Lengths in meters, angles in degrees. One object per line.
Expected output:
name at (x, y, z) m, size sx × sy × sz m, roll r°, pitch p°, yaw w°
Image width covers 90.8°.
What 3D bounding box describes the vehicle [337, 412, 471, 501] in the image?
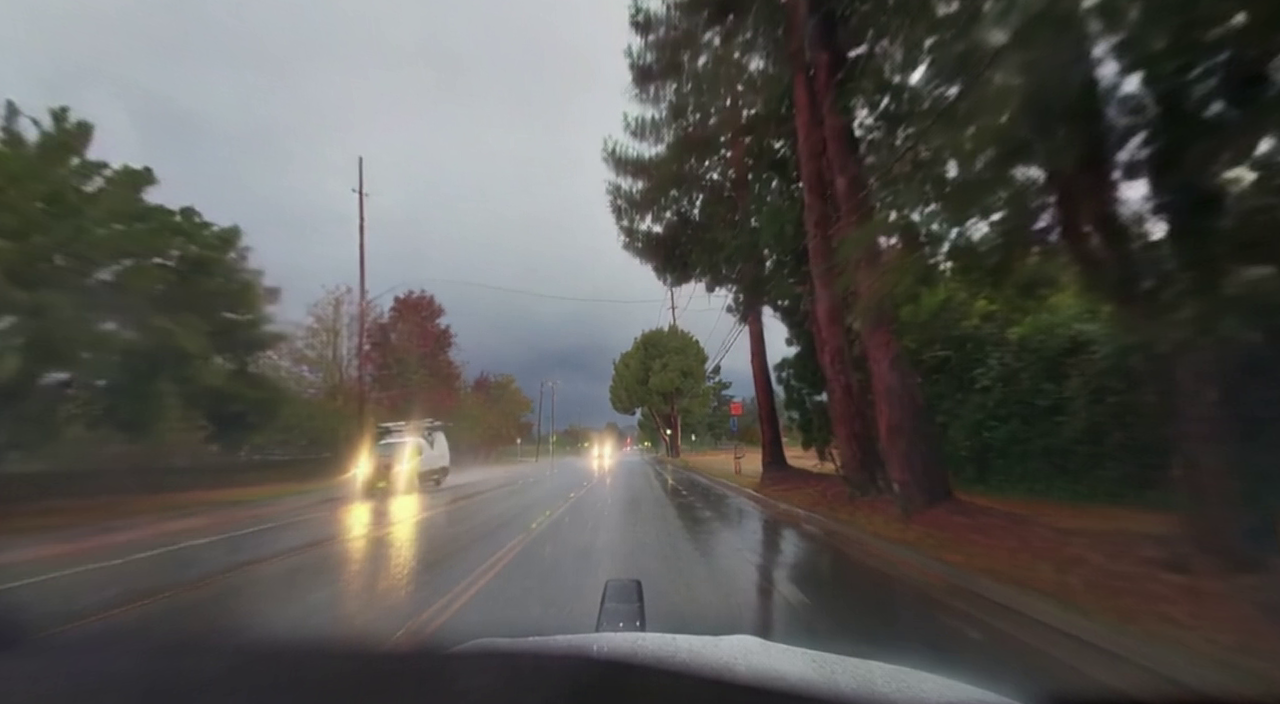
vehicle at (-8.116, 3.633, 22.620) m, size 2.351 × 2.696 × 6.106 m, roll -1°, pitch -7°, yaw 1°
